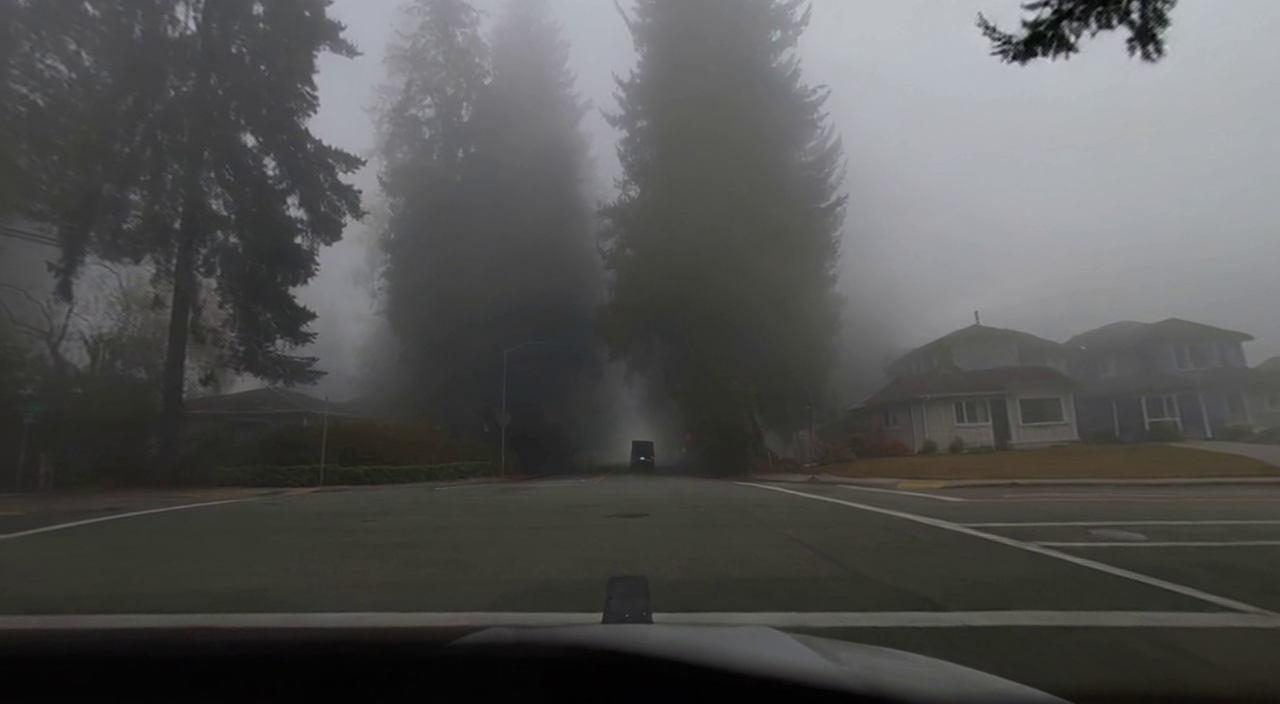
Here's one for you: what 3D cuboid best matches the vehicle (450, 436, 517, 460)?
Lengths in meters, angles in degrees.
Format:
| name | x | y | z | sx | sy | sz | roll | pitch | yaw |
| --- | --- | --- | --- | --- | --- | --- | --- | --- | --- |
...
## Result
| name | x | y | z | sx | sy | sz | roll | pitch | yaw |
| --- | --- | --- | --- | --- | --- | --- | --- | --- | --- |
| vehicle | -12.075 | 7.463 | 48.856 | 4.622 | 1.782 | 1.836 | 0 | -8 | 0 |
